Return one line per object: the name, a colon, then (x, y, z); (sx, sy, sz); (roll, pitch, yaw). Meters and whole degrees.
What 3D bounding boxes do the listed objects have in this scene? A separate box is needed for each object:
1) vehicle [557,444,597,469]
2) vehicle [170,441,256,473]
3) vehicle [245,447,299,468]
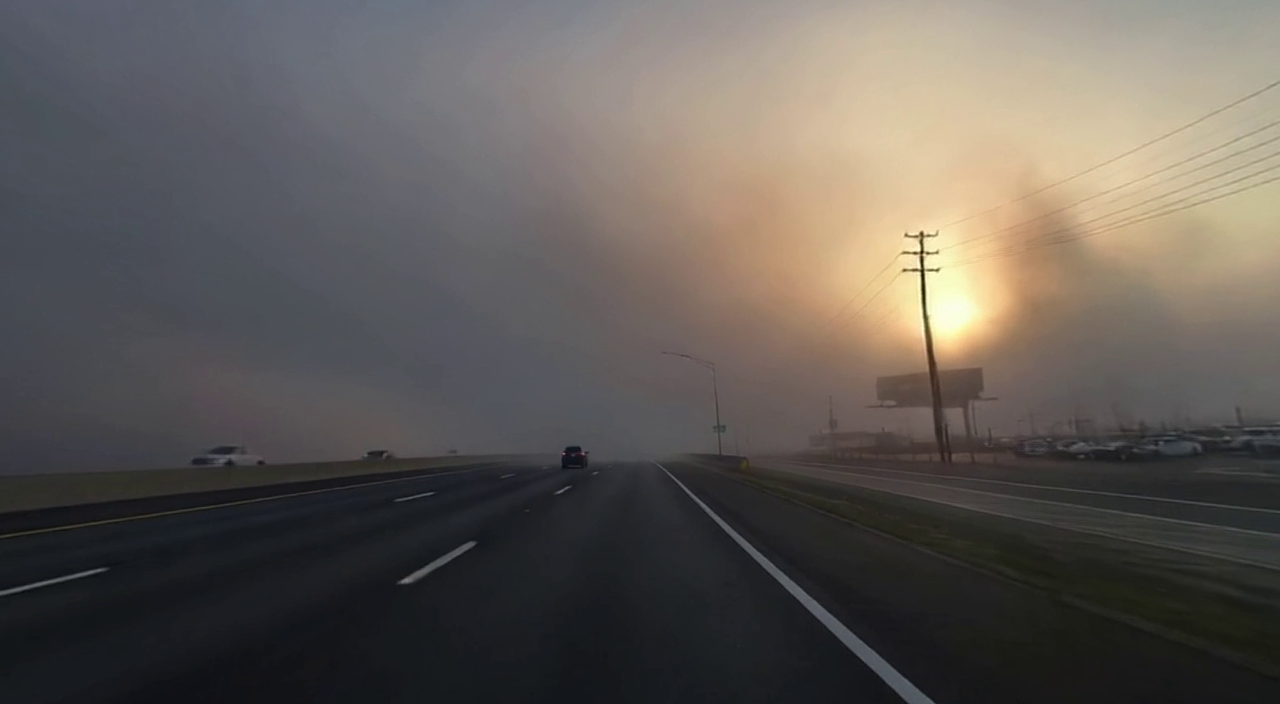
vehicle: (-3.874, 6.471, 39.400); (1.940, 1.479, 4.545); (0, -9, 1)
vehicle: (-25.445, 6.258, 37.895); (1.857, 1.789, 4.628); (0, -9, 0)
vehicle: (-28.644, 8.229, 49.304); (1.786, 1.557, 3.981); (0, -9, 1)
